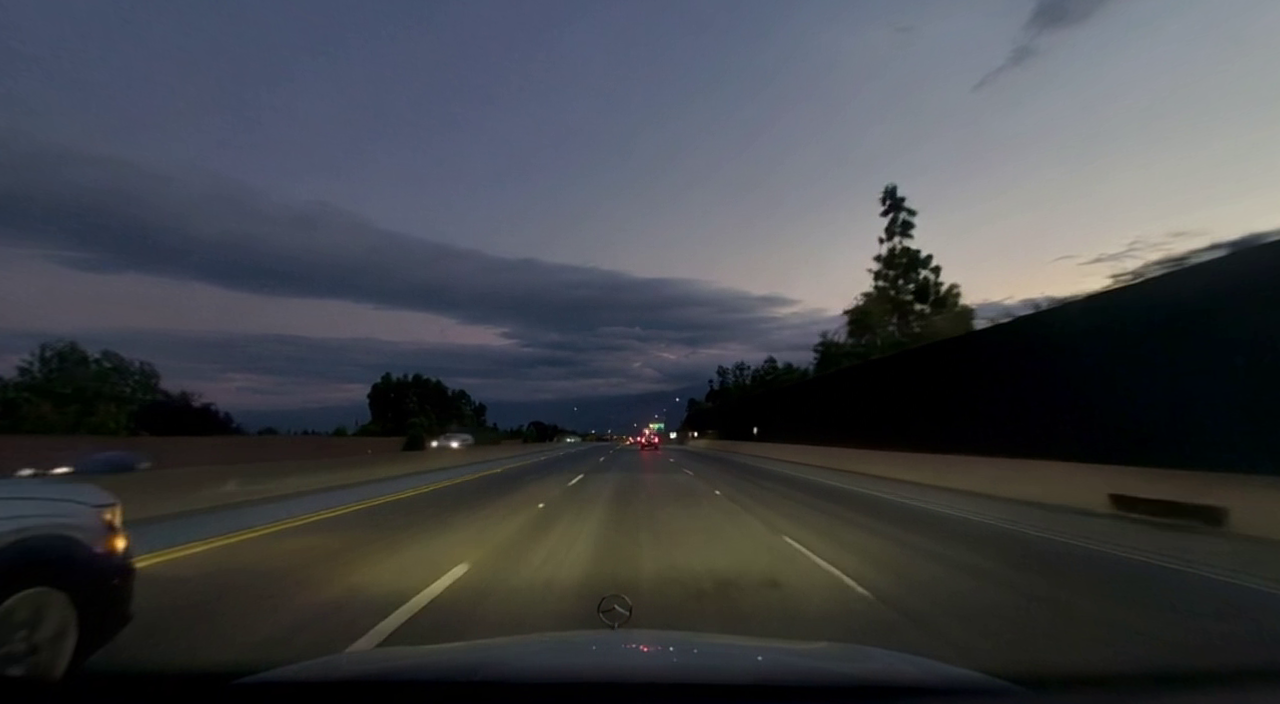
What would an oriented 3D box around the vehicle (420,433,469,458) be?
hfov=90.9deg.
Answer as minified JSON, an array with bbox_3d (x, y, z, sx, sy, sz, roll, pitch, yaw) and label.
[{"bbox_3d":[-14.108,6.783,45.827,2.003,1.719,4.843,0,-8,0],"label":"vehicle"}]

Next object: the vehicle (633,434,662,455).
[{"bbox_3d":[0.497,6.582,45.053,1.911,1.449,3.776,0,-8,-2],"label":"vehicle"}]

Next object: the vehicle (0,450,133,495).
[{"bbox_3d":[-22.612,4.664,24.755,1.797,1.516,4.192,0,-8,1],"label":"vehicle"}]
